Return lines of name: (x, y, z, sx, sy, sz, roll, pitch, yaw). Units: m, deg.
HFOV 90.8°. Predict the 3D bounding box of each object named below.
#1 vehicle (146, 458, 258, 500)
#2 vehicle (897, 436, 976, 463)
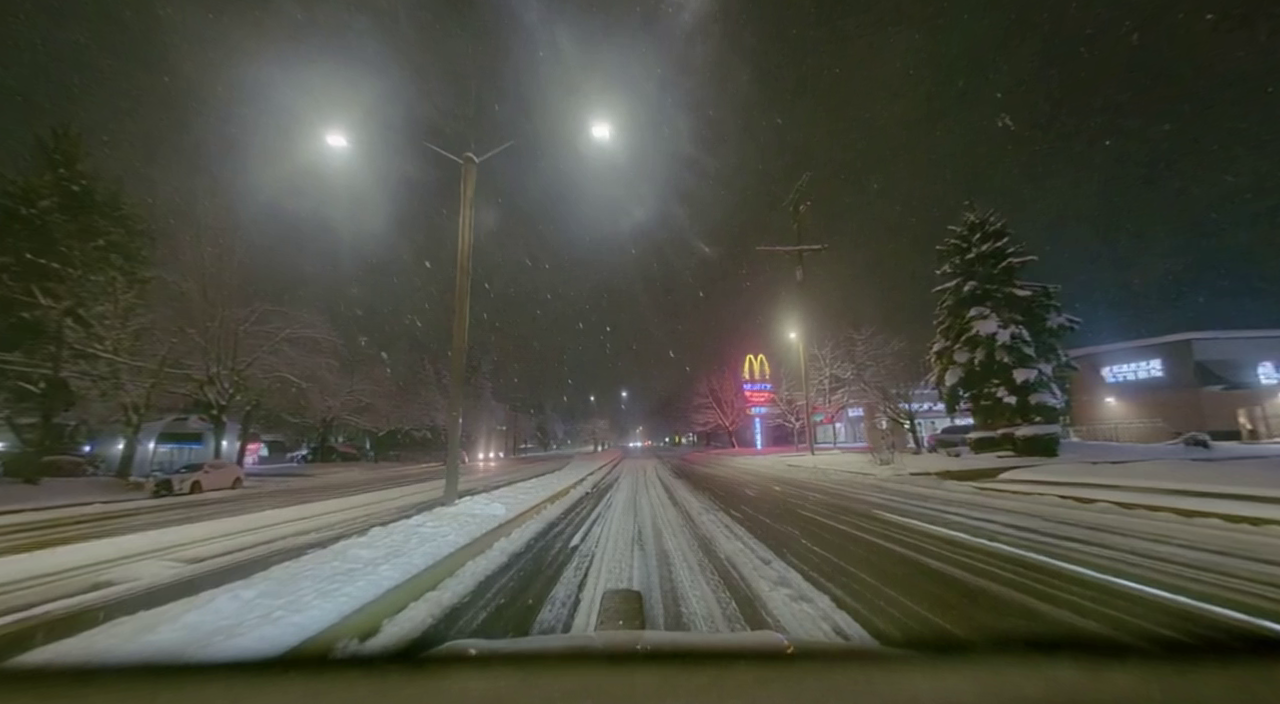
vehicle: (-19.070, 5.506, 27.791, 1.831, 1.528, 4.605, -1, -8, -3)
vehicle: (20.989, 6.936, 45.159, 2.480, 1.766, 6.529, 0, -8, 0)
